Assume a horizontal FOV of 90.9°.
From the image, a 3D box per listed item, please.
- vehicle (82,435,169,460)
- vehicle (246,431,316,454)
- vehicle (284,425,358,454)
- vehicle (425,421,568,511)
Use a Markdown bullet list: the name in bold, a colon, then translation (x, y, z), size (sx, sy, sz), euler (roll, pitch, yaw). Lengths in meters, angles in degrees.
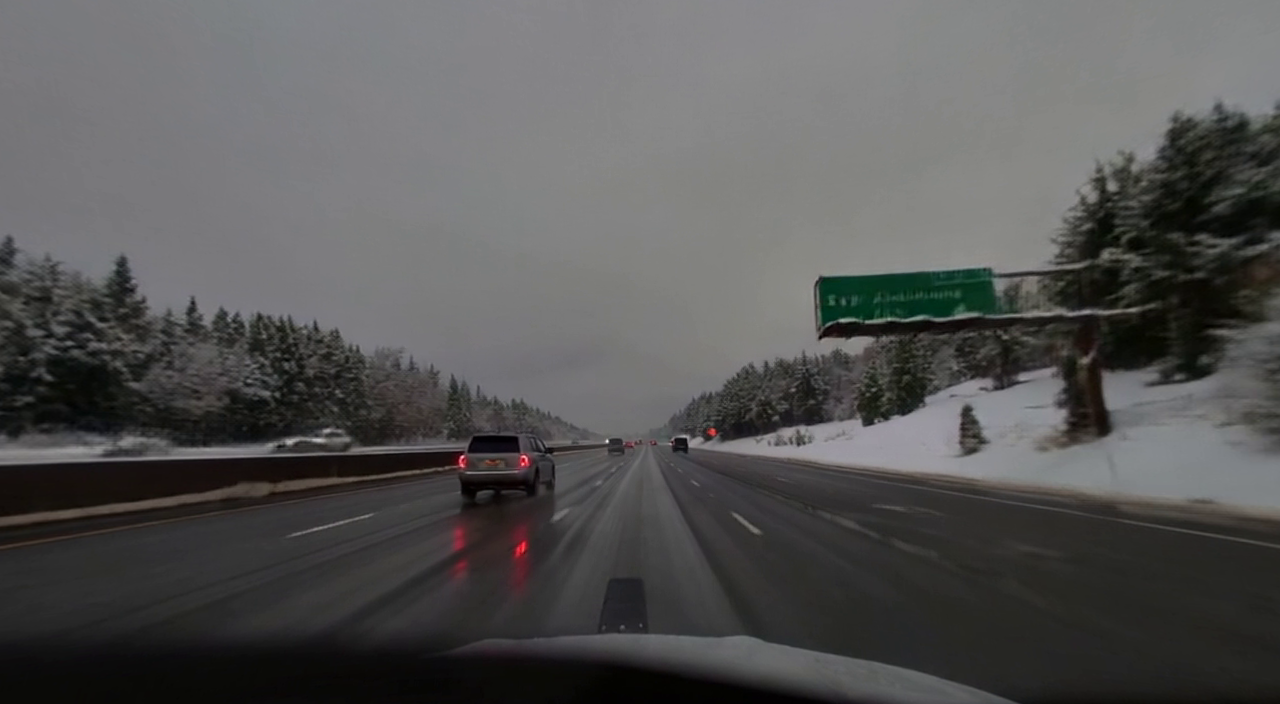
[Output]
- **vehicle**: translation (-32.211, 6.011, 39.671), size (1.783, 1.513, 4.313), euler (0, -9, 0)
- **vehicle**: translation (-28.085, 7.169, 49.585), size (2.144, 1.674, 5.580), euler (0, -9, 1)
- **vehicle**: translation (-23.917, 6.636, 47.620), size (2.243, 1.985, 6.208), euler (0, -9, 1)
- **vehicle**: translation (-3.236, 2.717, 15.445), size (2.218, 1.848, 4.789), euler (0, -9, 2)
